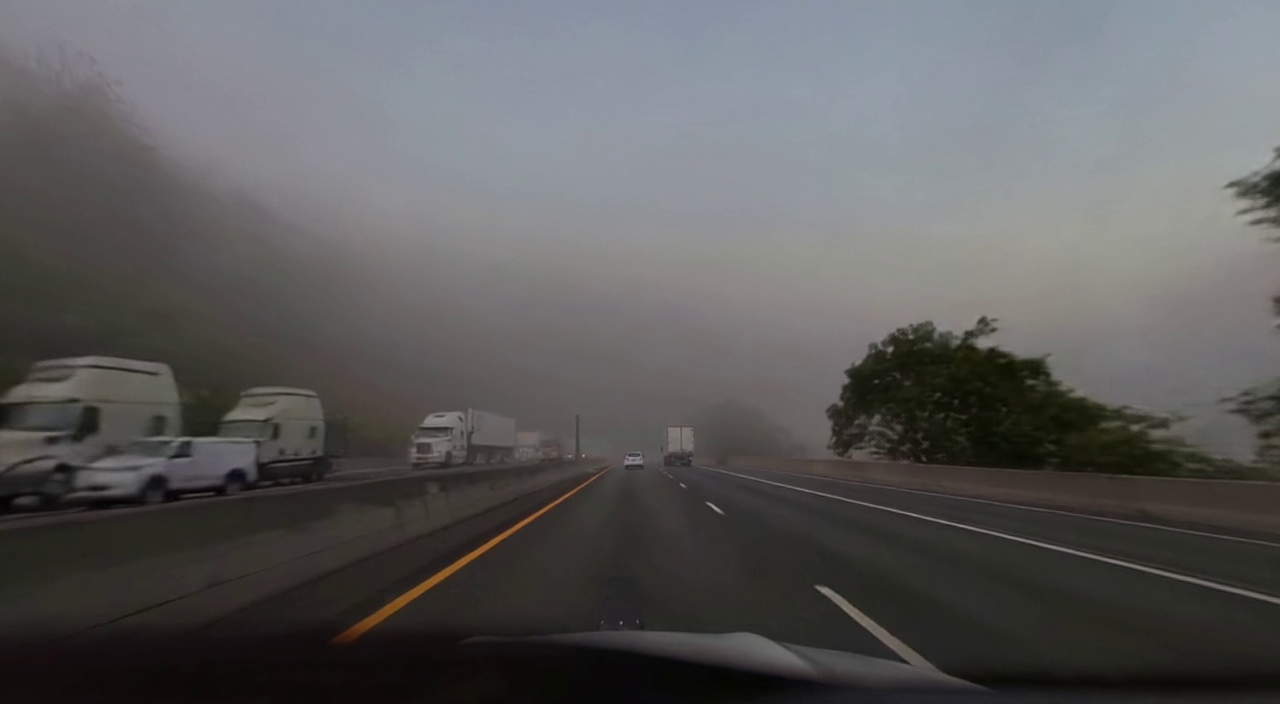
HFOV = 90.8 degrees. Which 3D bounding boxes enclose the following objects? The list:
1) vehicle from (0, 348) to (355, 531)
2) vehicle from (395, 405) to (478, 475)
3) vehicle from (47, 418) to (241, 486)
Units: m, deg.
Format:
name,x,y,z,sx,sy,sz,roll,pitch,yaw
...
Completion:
name,x,y,z,sx,sy,sz,roll,pitch,yaw
vehicle,-12.754,2.665,18.961,2.668,3.618,12.856,0,-9,-1
vehicle,-12.426,5.489,39.268,2.951,3.988,6.237,0,-9,0
vehicle,-12.717,2.599,16.549,2.082,1.570,3.684,0,-9,-1
